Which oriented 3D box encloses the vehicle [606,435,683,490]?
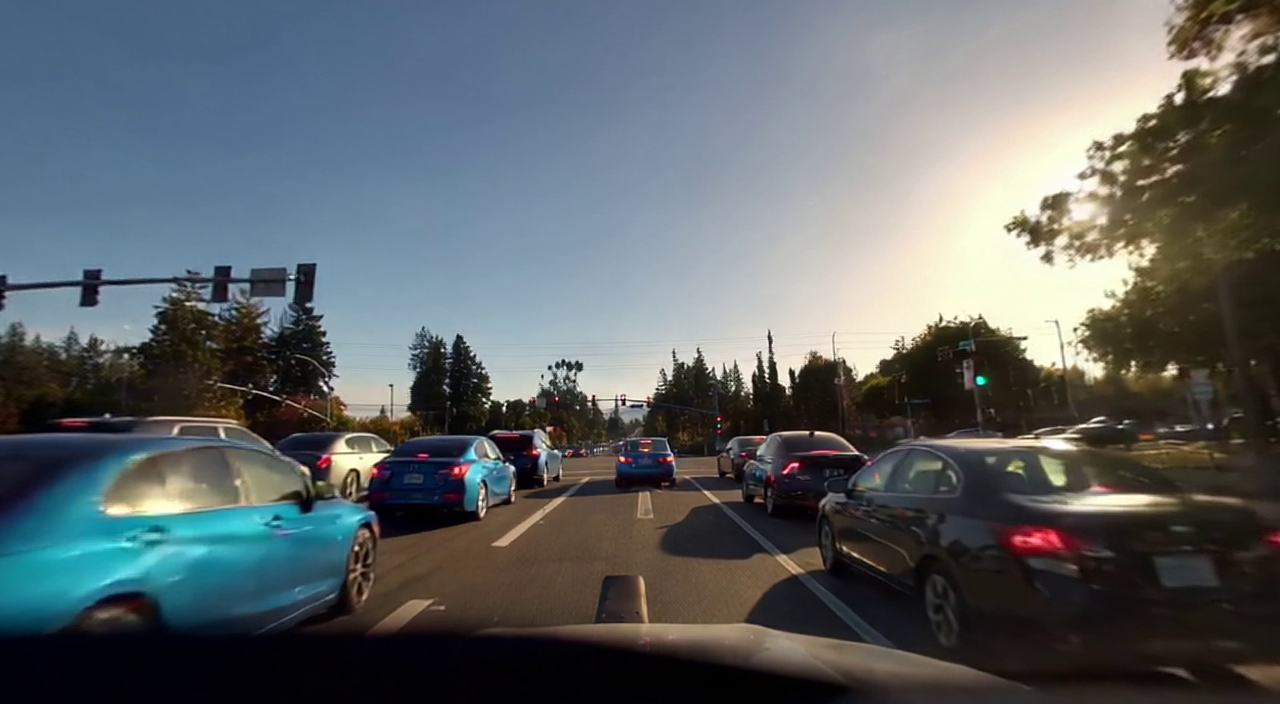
[{"bbox_3d":[0.081,3.330,19.315,2.114,1.482,4.056,0,-9,-1],"label":"vehicle"}]

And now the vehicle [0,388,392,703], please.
[{"bbox_3d":[-3.259,1.034,3.232,2.139,1.478,4.510,0,-9,0],"label":"vehicle"}]

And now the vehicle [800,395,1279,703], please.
[{"bbox_3d":[2.822,1.256,4.871,2.002,1.474,4.528,0,-9,0],"label":"vehicle"}]

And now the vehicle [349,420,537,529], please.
[{"bbox_3d":[-3.384,2.212,11.967,2.034,1.655,4.465,0,-9,1],"label":"vehicle"}]
